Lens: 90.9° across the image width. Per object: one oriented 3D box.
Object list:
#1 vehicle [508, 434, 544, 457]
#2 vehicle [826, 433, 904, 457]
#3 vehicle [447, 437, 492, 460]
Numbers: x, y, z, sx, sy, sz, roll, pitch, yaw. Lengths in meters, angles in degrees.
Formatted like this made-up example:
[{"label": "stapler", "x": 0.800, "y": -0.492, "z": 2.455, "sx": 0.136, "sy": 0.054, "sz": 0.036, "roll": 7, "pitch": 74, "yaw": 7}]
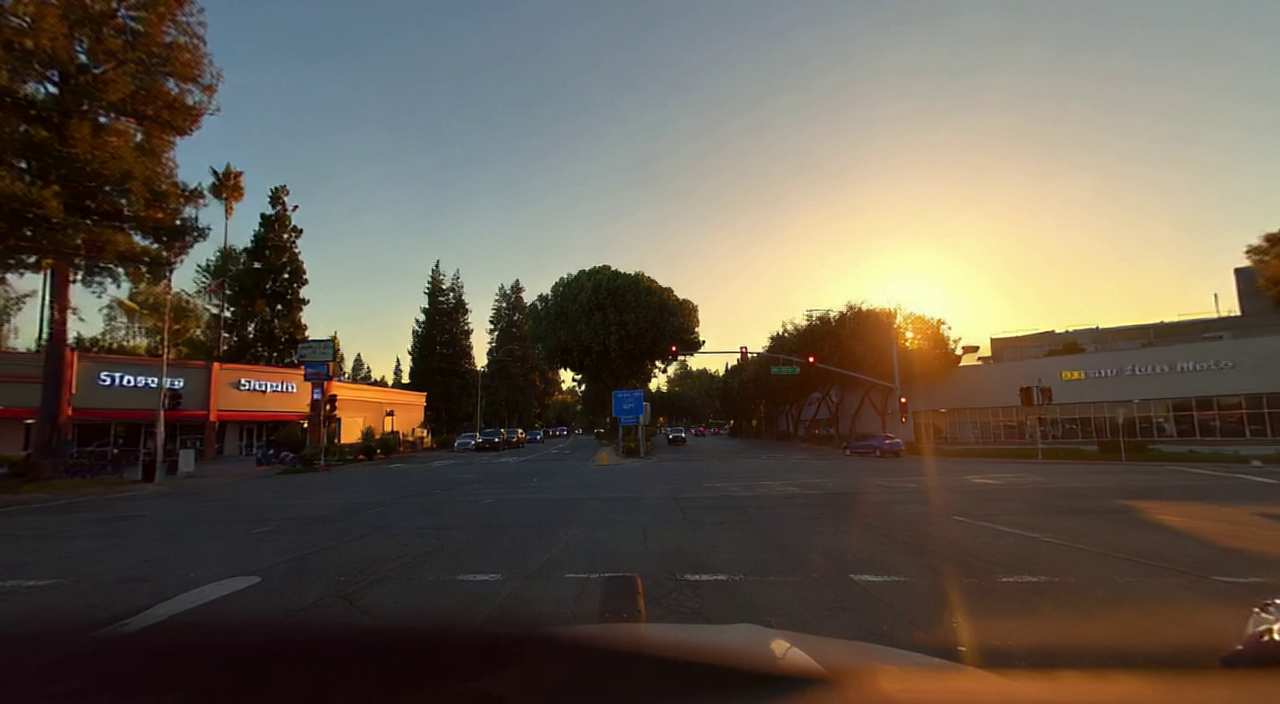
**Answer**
[{"label": "vehicle", "x": -8.067, "y": 6.662, "z": 45.081, "sx": 1.920, "sy": 1.546, "sz": 4.086, "roll": 0, "pitch": -9, "yaw": -1}, {"label": "vehicle", "x": 14.619, "y": 6.068, "z": 41.184, "sx": 1.781, "sy": 1.448, "sz": 4.560, "roll": 6, "pitch": -11, "yaw": -36}, {"label": "vehicle", "x": -11.771, "y": 6.688, "z": 43.892, "sx": 2.111, "sy": 1.499, "sz": 4.371, "roll": 0, "pitch": -9, "yaw": -3}]
